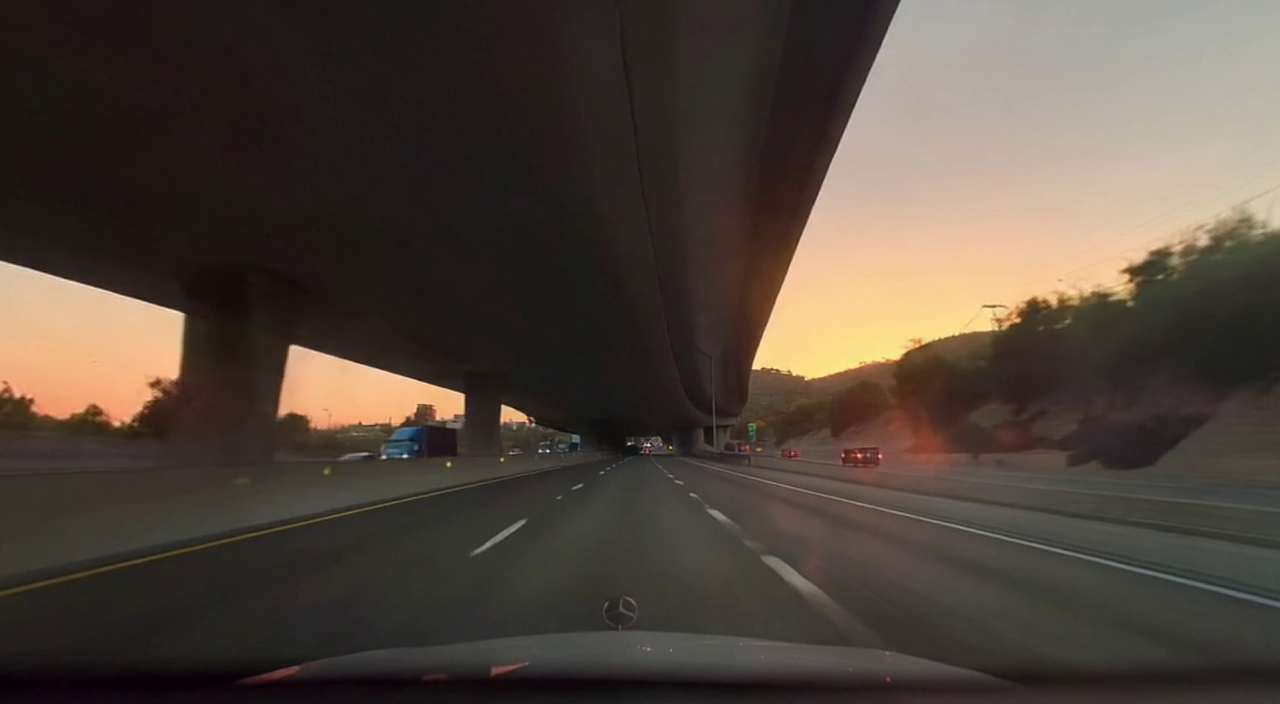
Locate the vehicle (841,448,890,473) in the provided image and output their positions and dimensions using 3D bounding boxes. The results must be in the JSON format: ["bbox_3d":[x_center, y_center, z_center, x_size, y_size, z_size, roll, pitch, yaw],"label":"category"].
[{"bbox_3d":[15.425,7.409,43.132,1.834,1.555,3.751,0,-9,-2],"label":"vehicle"}]
